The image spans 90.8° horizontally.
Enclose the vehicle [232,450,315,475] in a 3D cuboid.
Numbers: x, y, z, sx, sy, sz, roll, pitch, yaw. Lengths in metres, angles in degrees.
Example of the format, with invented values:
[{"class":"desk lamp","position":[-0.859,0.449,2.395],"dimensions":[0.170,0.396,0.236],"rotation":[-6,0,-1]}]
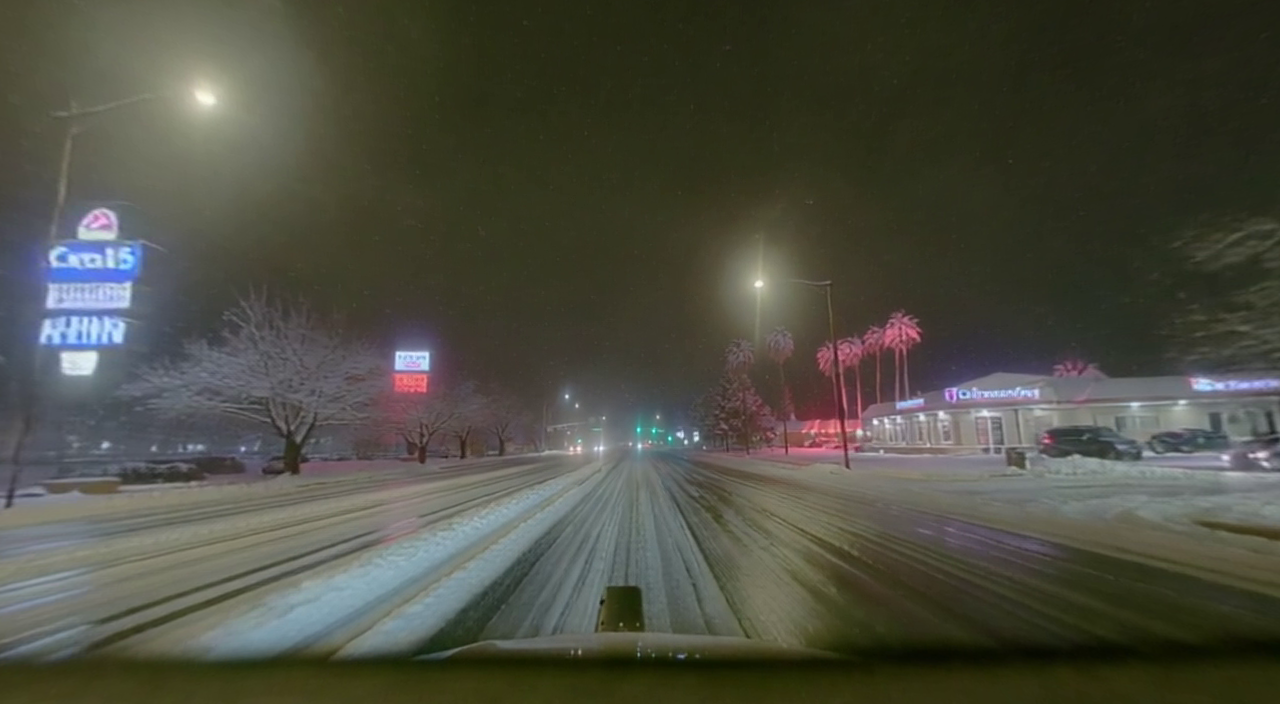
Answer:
[{"class":"vehicle","position":[-27.677,8.343,47.881],"dimensions":[4.922,1.751,2.195],"rotation":[3,-9,-16]}]

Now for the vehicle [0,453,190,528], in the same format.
[{"class":"vehicle","position":[-14.074,3.456,16.269],"dimensions":[1.946,1.489,4.435],"rotation":[-4,-8,-4]}]
